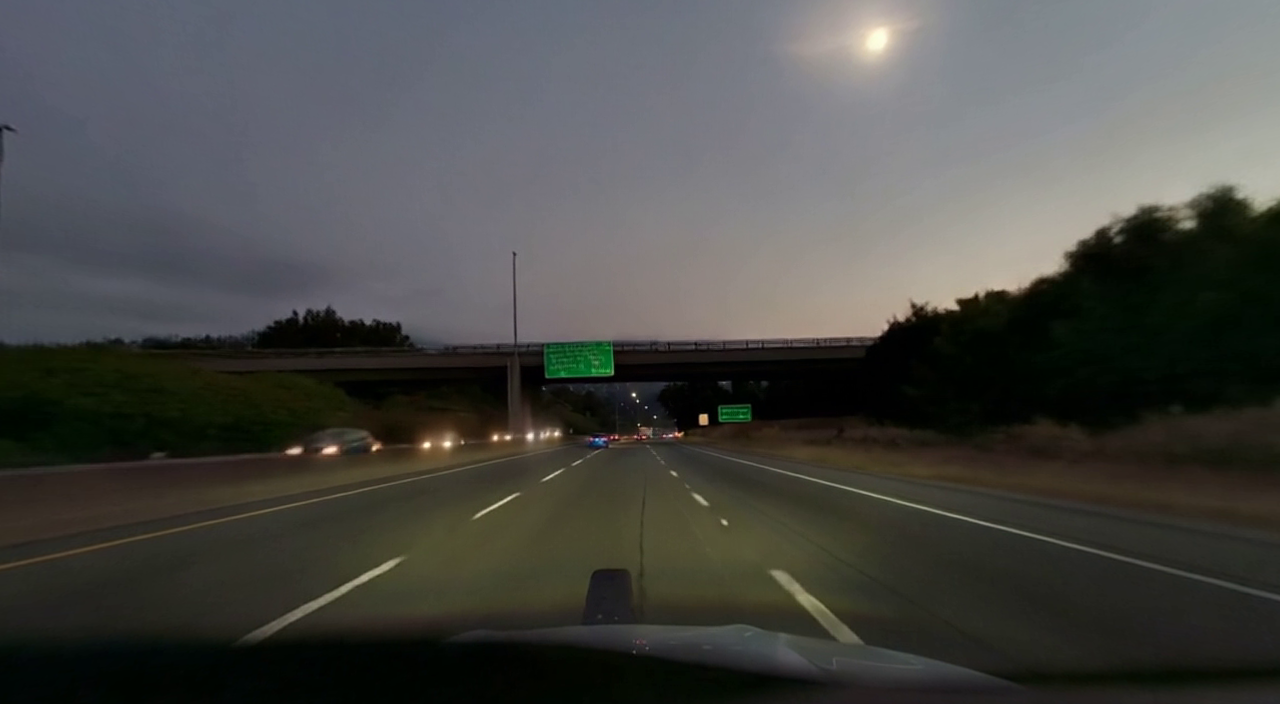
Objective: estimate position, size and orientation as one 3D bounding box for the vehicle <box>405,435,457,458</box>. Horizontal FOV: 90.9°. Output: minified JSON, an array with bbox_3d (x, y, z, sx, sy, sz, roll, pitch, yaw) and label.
[{"bbox_3d":[-13.768,6.250,41.762,1.937,1.424,4.454,0,-8,0],"label":"vehicle"}]

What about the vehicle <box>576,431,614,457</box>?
[{"bbox_3d":[-2.964,6.173,42.301,2.086,1.624,4.607,0,-8,1],"label":"vehicle"}]

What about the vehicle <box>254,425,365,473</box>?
[{"bbox_3d":[-13.328,3.927,25.792,1.967,1.764,4.733,0,-8,0],"label":"vehicle"}]
